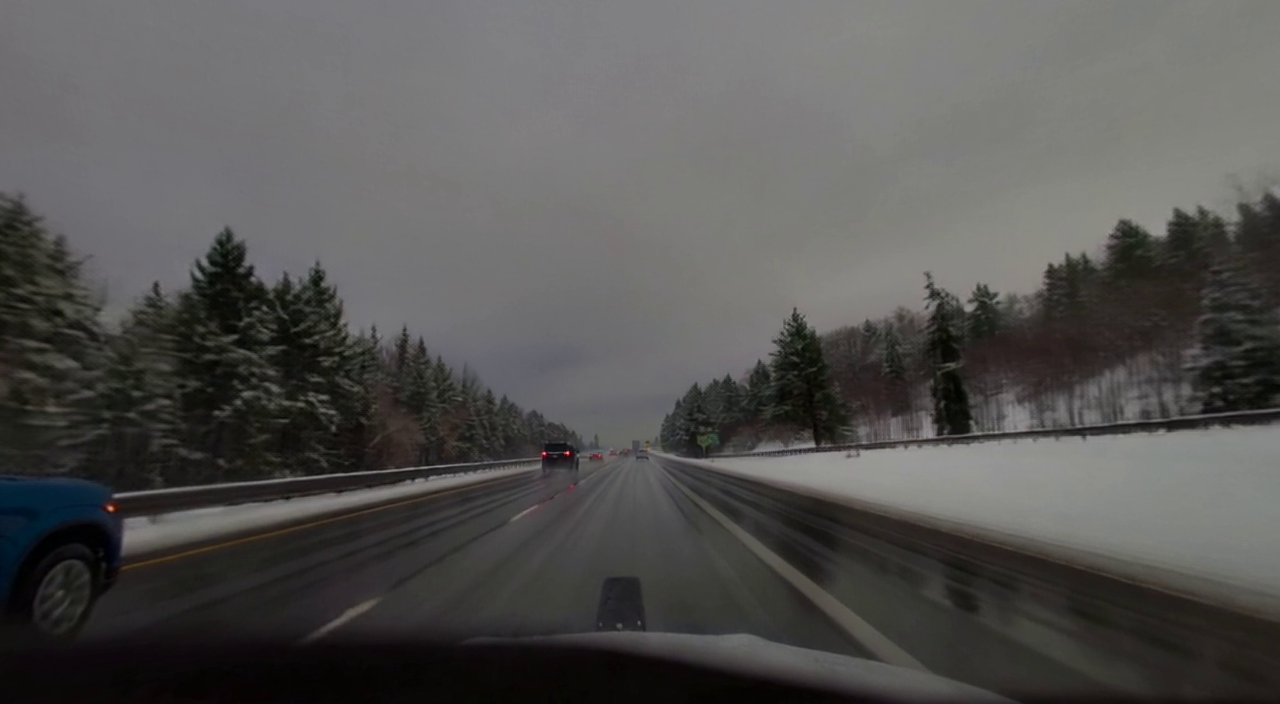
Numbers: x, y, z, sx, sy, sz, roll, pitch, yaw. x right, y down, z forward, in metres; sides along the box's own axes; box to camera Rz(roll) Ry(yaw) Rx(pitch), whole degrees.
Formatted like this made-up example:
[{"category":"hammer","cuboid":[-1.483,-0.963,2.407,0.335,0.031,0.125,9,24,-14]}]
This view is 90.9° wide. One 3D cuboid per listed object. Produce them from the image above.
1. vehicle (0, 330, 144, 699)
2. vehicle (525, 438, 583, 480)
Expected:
[{"category":"vehicle","cuboid":[-4.462,0.637,1.867,2.102,1.941,4.703,0,-9,0]},{"category":"vehicle","cuboid":[-3.980,5.058,29.902,2.056,1.811,4.202,0,-9,1]}]
